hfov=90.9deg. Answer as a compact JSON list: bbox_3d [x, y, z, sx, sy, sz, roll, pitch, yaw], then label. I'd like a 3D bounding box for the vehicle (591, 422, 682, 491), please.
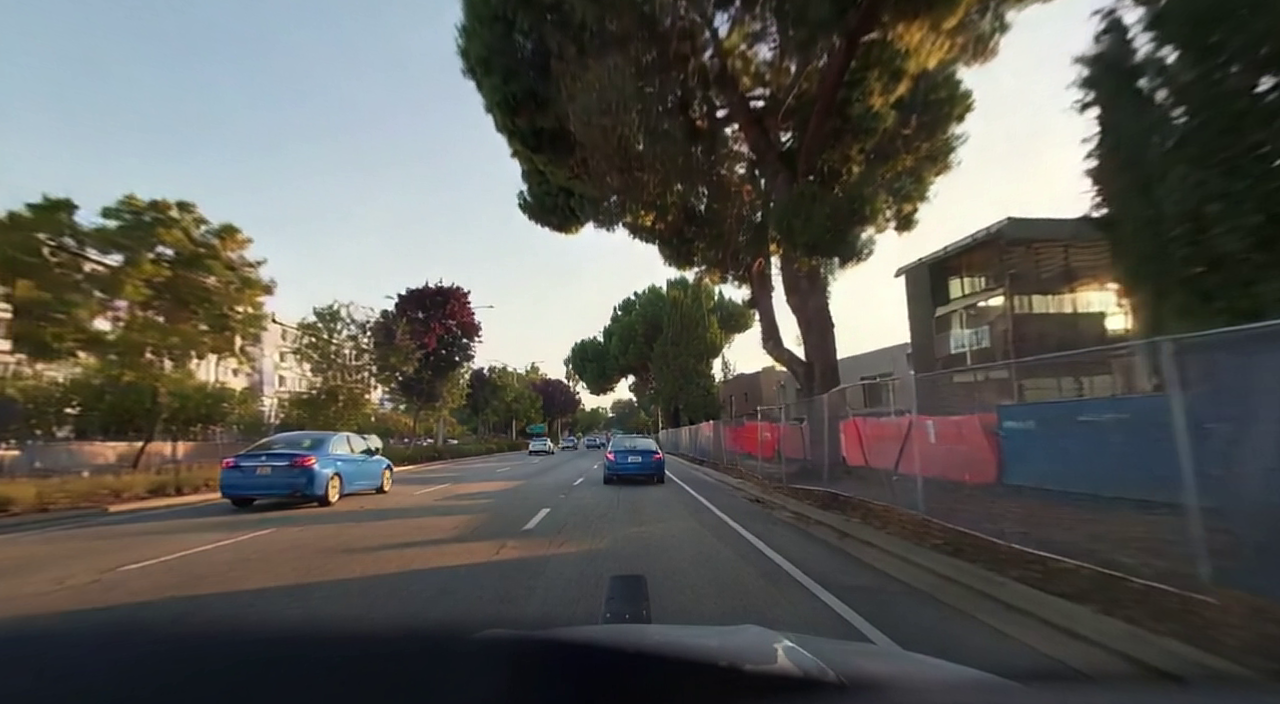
[{"bbox_3d":[-0.168,2.842,17.540,2.227,1.654,4.091,0,-8,-2],"label":"vehicle"}]

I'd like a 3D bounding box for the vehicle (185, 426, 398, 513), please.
[{"bbox_3d":[-6.837,2.309,13.055,1.877,1.479,4.430,0,-8,0],"label":"vehicle"}]
